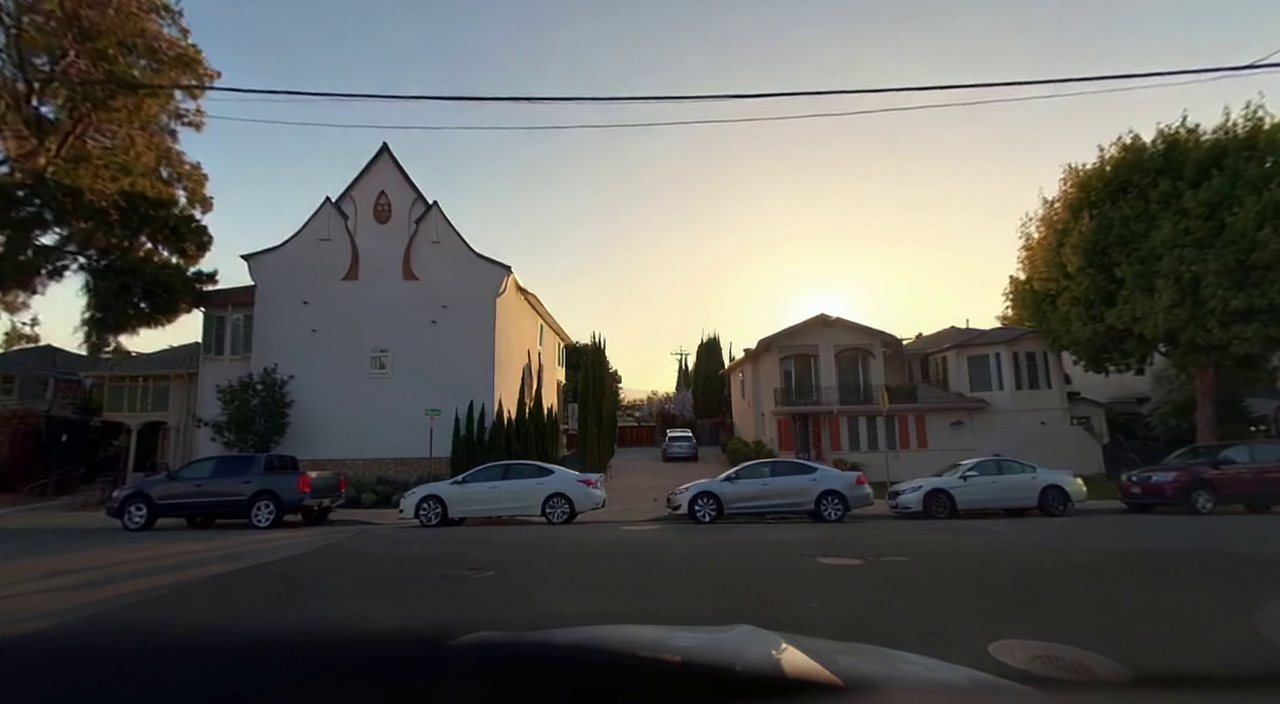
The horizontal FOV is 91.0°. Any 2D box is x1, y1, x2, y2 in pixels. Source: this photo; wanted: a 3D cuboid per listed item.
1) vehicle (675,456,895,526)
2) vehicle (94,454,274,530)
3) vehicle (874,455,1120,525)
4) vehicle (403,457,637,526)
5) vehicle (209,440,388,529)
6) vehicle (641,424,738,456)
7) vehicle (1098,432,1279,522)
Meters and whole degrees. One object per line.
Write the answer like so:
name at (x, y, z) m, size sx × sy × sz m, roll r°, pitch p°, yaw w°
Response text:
vehicle at (3.184, 3.170, 14.594) m, size 4.663 × 1.452 × 1.801 m, roll 0°, pitch -8°, yaw 0°
vehicle at (-11.627, 3.543, 16.464) m, size 1.827 × 1.648 × 4.030 m, roll 1°, pitch -9°, yaw -4°
vehicle at (8.324, 3.205, 14.942) m, size 4.785 × 1.471 × 1.798 m, roll 1°, pitch -8°, yaw -4°
vehicle at (-2.607, 3.211, 14.680) m, size 5.075 × 1.436 × 1.863 m, roll 0°, pitch -8°, yaw 0°
vehicle at (-8.636, 3.335, 16.540) m, size 2.046 × 1.969 × 4.585 m, roll 0°, pitch -9°, yaw 1°
vehicle at (2.349, 4.325, 30.928) m, size 4.565 × 1.479 × 1.775 m, roll 0°, pitch -9°, yaw -2°
vehicle at (14.495, 2.992, 15.459) m, size 4.513 × 1.970 × 2.512 m, roll 0°, pitch -8°, yaw -4°
